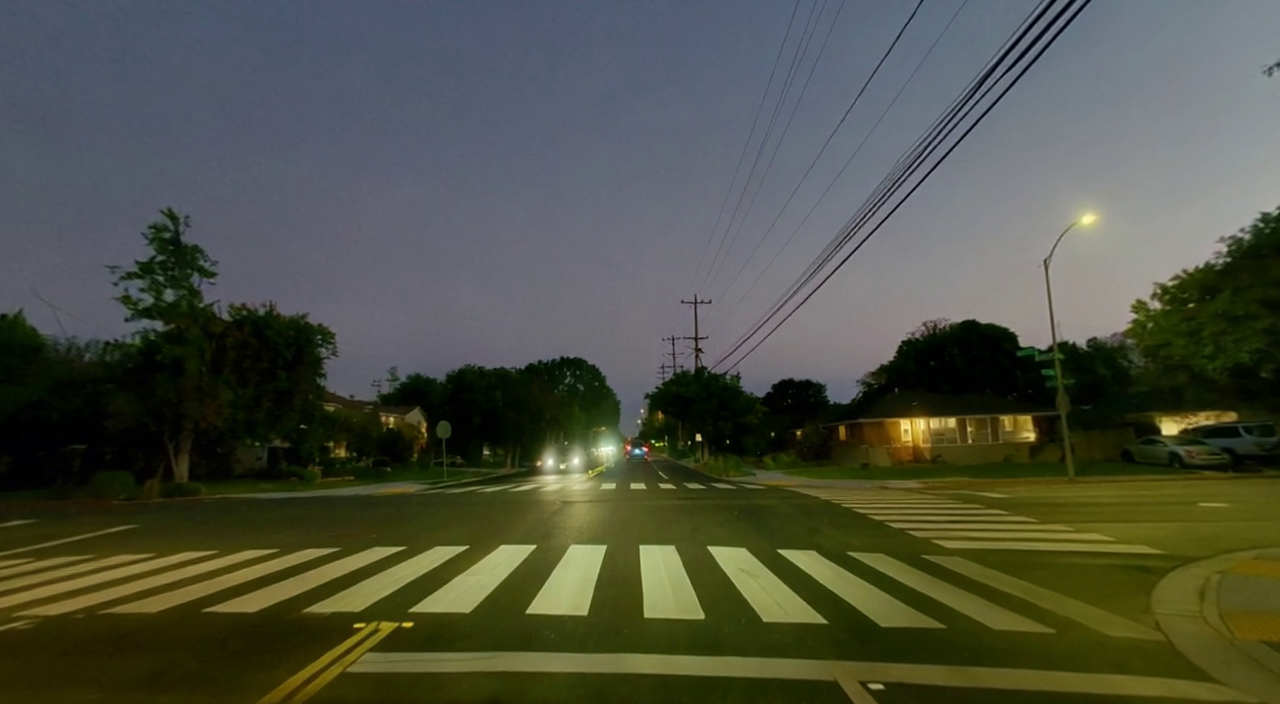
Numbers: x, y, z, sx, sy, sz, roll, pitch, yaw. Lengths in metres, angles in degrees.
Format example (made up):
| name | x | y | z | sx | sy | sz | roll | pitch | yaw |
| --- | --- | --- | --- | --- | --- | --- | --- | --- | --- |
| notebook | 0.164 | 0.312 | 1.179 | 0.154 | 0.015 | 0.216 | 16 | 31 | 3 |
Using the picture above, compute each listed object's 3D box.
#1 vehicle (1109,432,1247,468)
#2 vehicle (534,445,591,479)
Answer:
| name | x | y | z | sx | sy | sz | roll | pitch | yaw |
| --- | --- | --- | --- | --- | --- | --- | --- | --- | --- |
| vehicle | 23.436 | 4.291 | 27.801 | 1.841 | 1.448 | 4.688 | 0 | -9 | -2 |
| vehicle | -3.610 | 5.197 | 30.156 | 2.102 | 1.463 | 4.024 | 0 | -9 | 1 |
